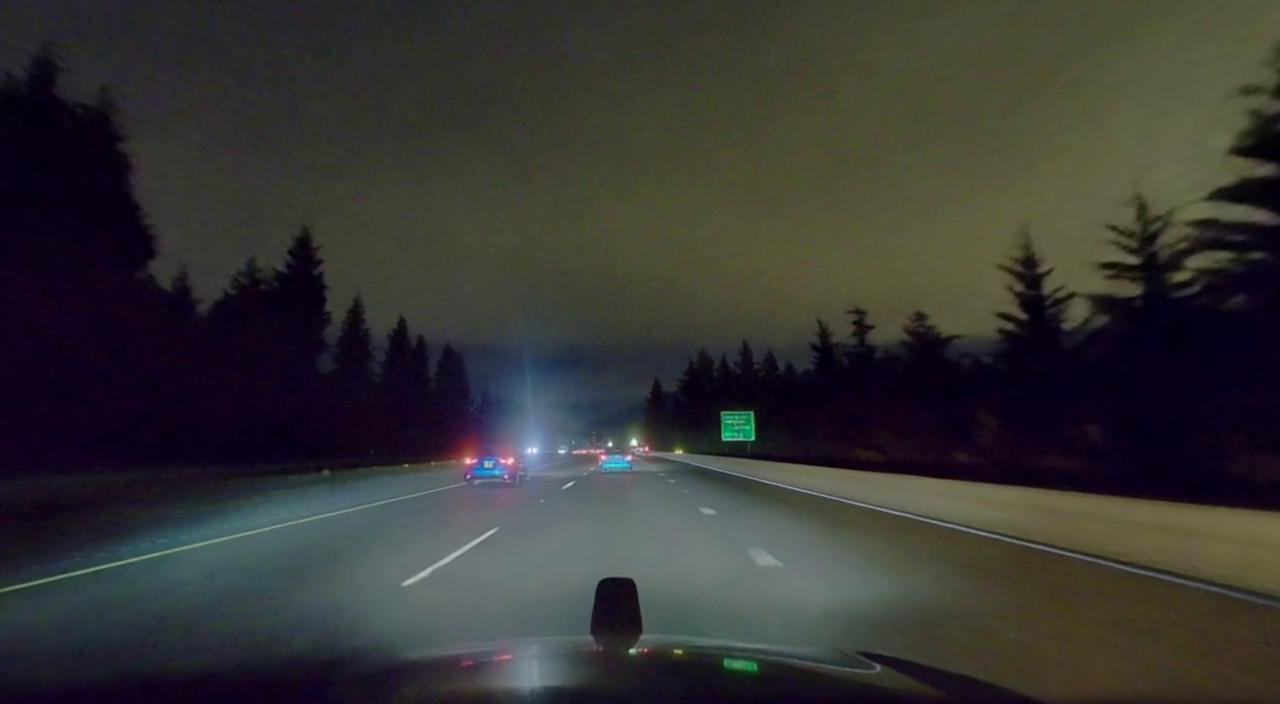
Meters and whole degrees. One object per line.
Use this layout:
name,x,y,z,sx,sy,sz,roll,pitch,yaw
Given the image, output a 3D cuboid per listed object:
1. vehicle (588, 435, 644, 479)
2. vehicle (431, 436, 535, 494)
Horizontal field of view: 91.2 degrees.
vehicle,-1.023,4.479,27.013,2.220,1.711,4.056,0,-9,-2
vehicle,-4.824,3.554,20.043,2.103,1.588,4.709,-1,-9,0
